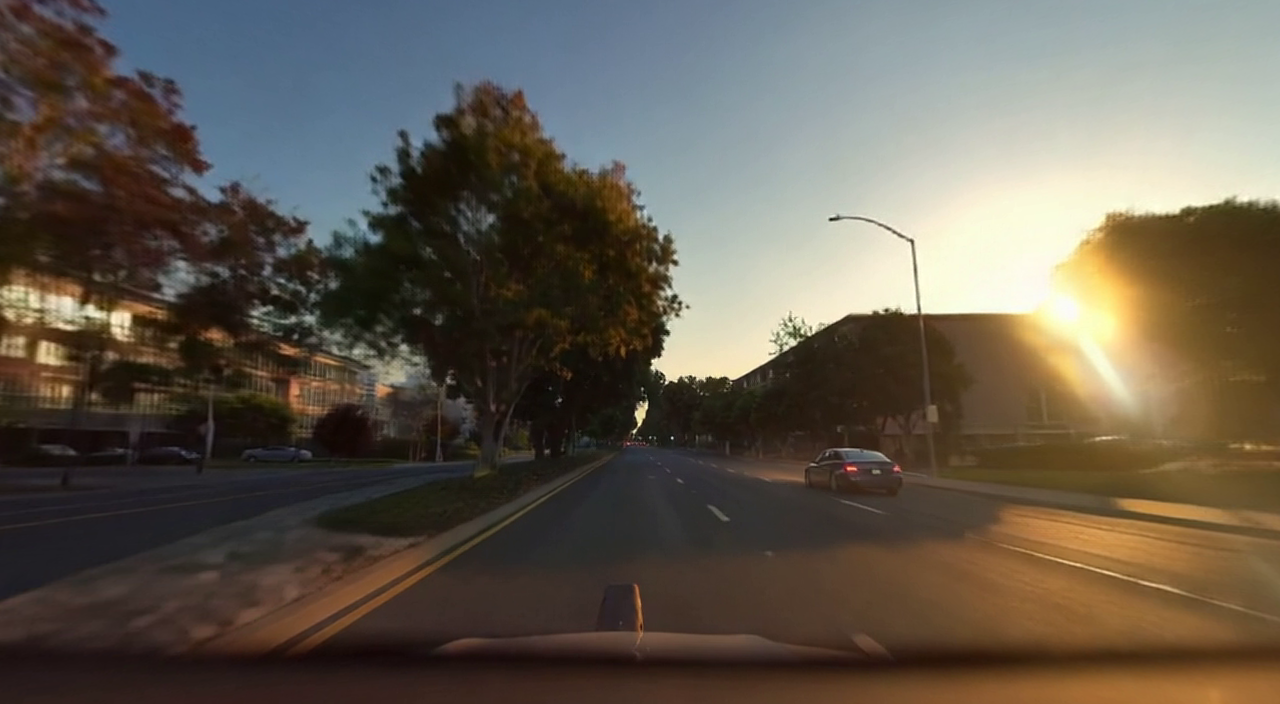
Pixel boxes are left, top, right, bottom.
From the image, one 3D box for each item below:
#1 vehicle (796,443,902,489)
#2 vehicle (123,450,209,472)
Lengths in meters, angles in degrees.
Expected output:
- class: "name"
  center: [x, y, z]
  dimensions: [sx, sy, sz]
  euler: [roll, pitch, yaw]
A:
- class: "vehicle"
  center: [7.068, 3.897, 21.871]
  dimensions: [2.054, 1.421, 4.487]
  euler: [0, -8, -1]
- class: "vehicle"
  center: [-31.827, 7.305, 42.324]
  dimensions: [4.210, 1.442, 1.867]
  euler: [0, -8, -1]
